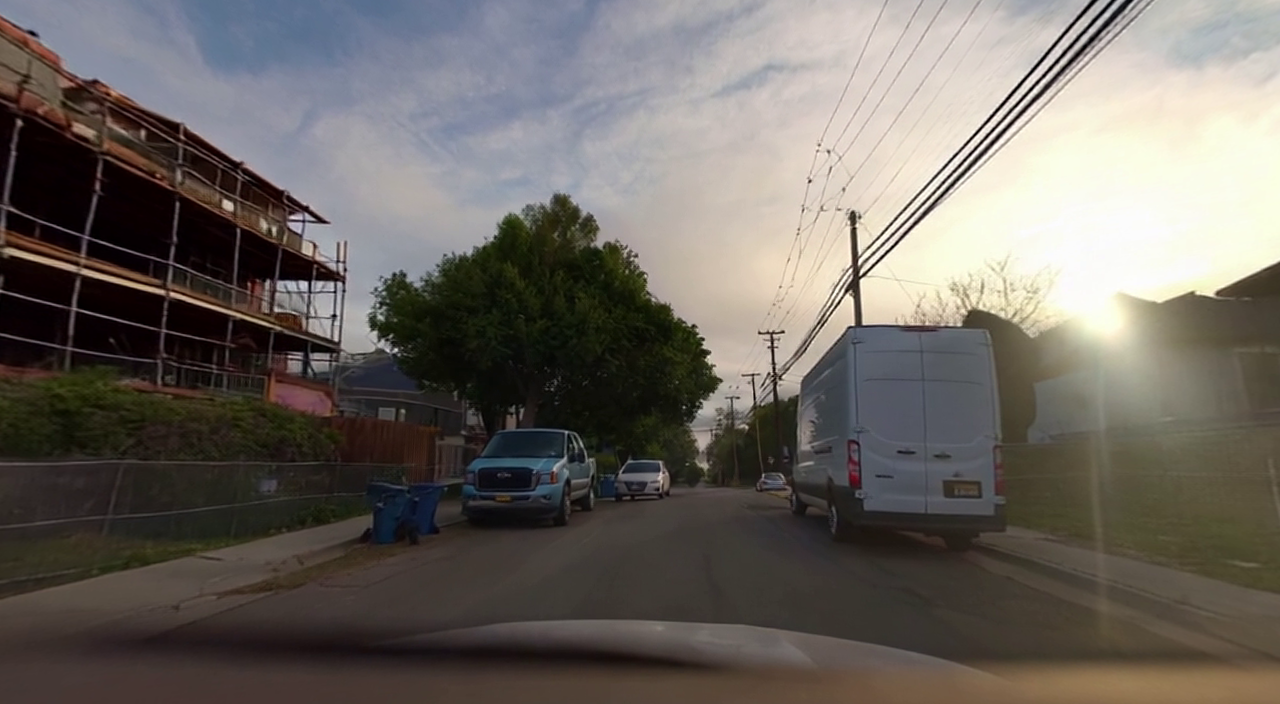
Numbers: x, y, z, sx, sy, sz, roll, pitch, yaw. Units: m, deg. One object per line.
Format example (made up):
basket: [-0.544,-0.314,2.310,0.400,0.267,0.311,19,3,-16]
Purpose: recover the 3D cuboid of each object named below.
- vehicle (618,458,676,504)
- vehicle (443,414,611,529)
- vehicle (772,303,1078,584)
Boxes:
vehicle: [0.440,6.066,30.078,2.257,1.916,5.089,-1,-9,7]
vehicle: [-2.173,2.389,13.659,2.171,1.910,4.789,-2,-5,8]
vehicle: [4.880,1.891,13.625,2.915,3.793,9.963,0,-8,6]
